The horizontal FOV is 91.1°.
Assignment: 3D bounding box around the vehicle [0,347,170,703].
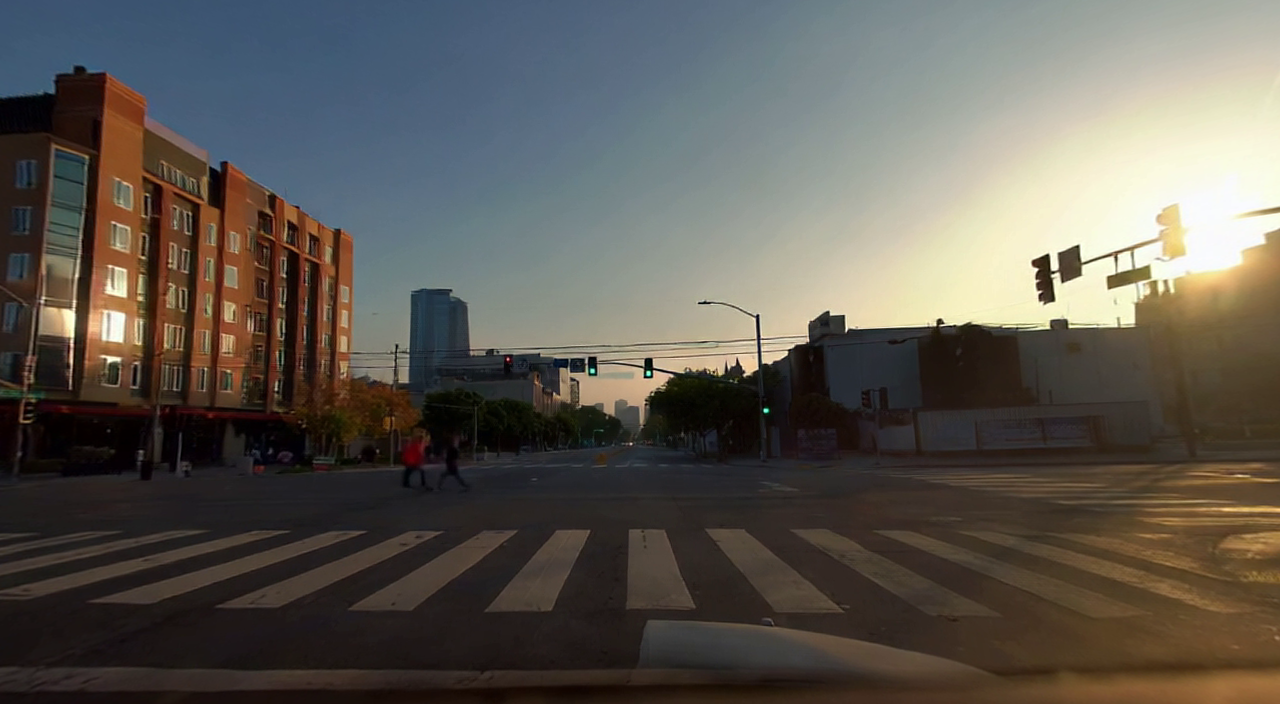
[{"bbox_3d":[-3.630,0.618,1.060,2.109,1.692,4.587,0,-8,0],"label":"vehicle"}]
